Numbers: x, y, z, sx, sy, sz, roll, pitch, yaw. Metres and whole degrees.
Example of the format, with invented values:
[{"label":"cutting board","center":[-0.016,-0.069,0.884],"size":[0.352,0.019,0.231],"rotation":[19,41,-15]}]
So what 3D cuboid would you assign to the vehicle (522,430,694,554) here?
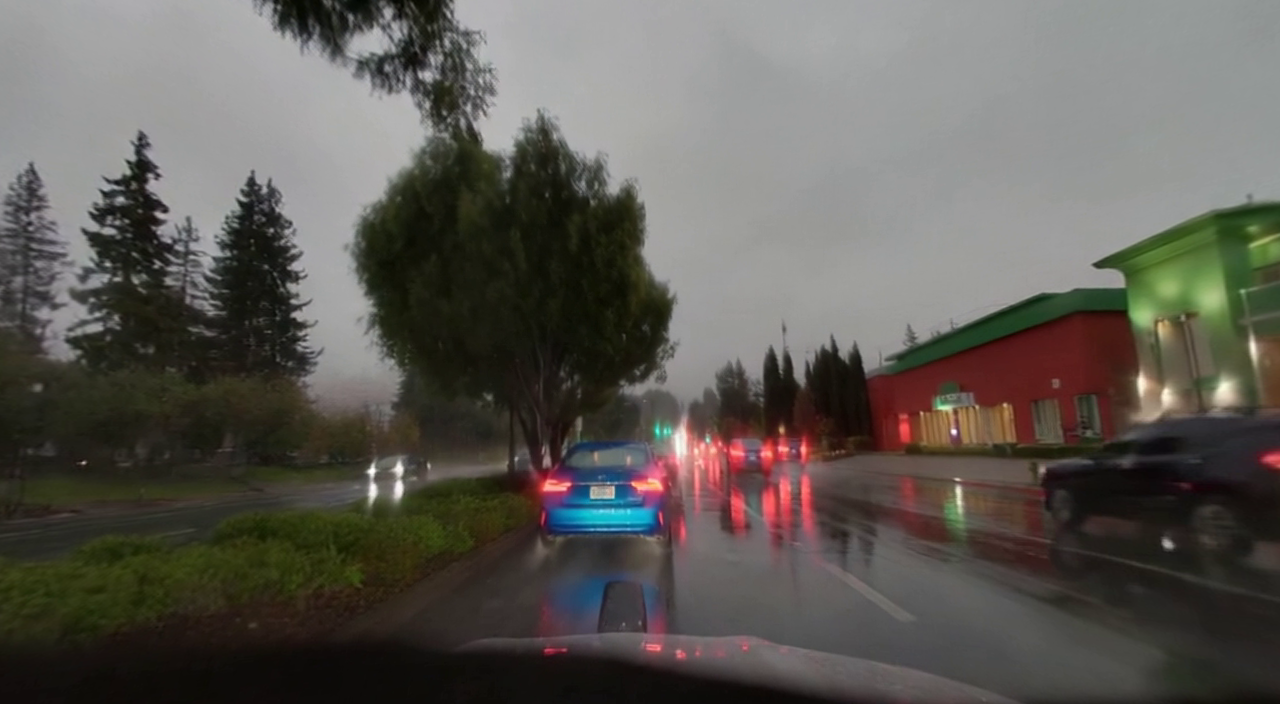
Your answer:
[{"label":"vehicle","center":[-0.357,2.023,9.791],"size":[2.111,1.506,4.018],"rotation":[0,-8,1]}]

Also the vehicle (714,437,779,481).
[{"label":"vehicle","center":[4.271,4.367,25.828],"size":[1.971,1.637,4.317],"rotation":[0,-8,1]}]

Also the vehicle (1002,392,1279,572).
[{"label":"vehicle","center":[7.625,1.664,8.687],"size":[2.165,1.806,5.243],"rotation":[0,-8,1]}]

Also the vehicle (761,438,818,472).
[{"label":"vehicle","center":[8.108,5.637,34.520],"size":[2.064,1.747,4.372],"rotation":[0,-8,1]}]

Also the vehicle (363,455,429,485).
[{"label":"vehicle","center":[-13.538,6.554,35.165],"size":[1.900,1.508,4.459],"rotation":[0,-8,0]}]
